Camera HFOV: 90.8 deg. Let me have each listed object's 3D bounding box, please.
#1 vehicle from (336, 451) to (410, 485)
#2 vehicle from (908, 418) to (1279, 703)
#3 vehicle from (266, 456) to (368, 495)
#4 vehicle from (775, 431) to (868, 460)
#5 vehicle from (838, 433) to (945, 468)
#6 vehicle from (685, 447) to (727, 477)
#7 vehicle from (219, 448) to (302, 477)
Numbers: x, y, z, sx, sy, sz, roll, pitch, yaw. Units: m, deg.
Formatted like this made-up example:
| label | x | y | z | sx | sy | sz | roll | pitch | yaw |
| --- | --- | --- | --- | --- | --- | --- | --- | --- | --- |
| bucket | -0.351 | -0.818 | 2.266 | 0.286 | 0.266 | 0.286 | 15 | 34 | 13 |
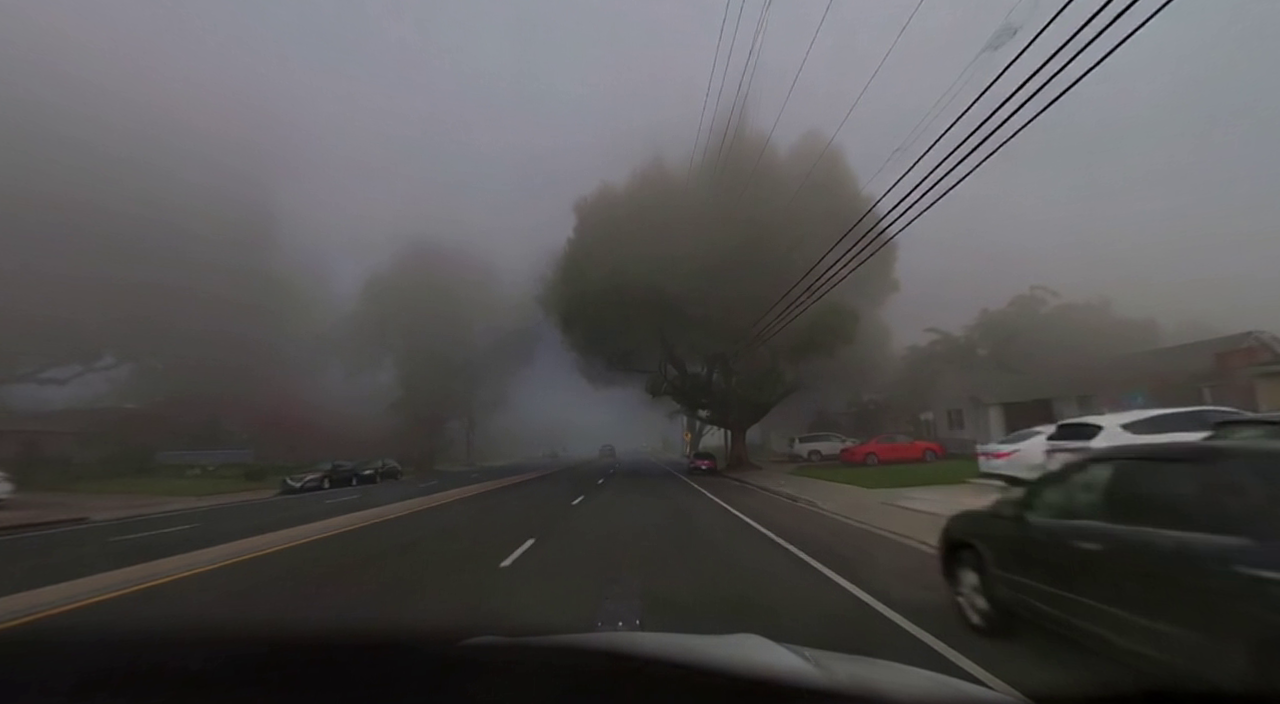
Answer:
| label | x | y | z | sx | sy | sz | roll | pitch | yaw |
| --- | --- | --- | --- | --- | --- | --- | --- | --- | --- |
| vehicle | -13.922 | 6.062 | 33.253 | 1.916 | 1.632 | 4.440 | 0 | -9 | 1 |
| vehicle | 3.374 | 1.112 | 3.079 | 2.012 | 1.481 | 4.795 | 0 | -9 | 0 |
| vehicle | -14.065 | 5.372 | 27.868 | 2.011 | 1.480 | 4.644 | 0 | -9 | 0 |
| vehicle | 12.663 | 6.583 | 44.346 | 5.713 | 1.857 | 2.285 | 0 | -9 | -4 |
| vehicle | 12.402 | 4.919 | 31.336 | 4.429 | 1.474 | 1.887 | -3 | -10 | 2 |
| vehicle | 3.514 | 5.932 | 34.392 | 1.855 | 1.518 | 4.707 | 0 | -9 | 0 |
| vehicle | -22.575 | 6.596 | 37.686 | 3.803 | 1.528 | 1.812 | -2 | -10 | -2 |
